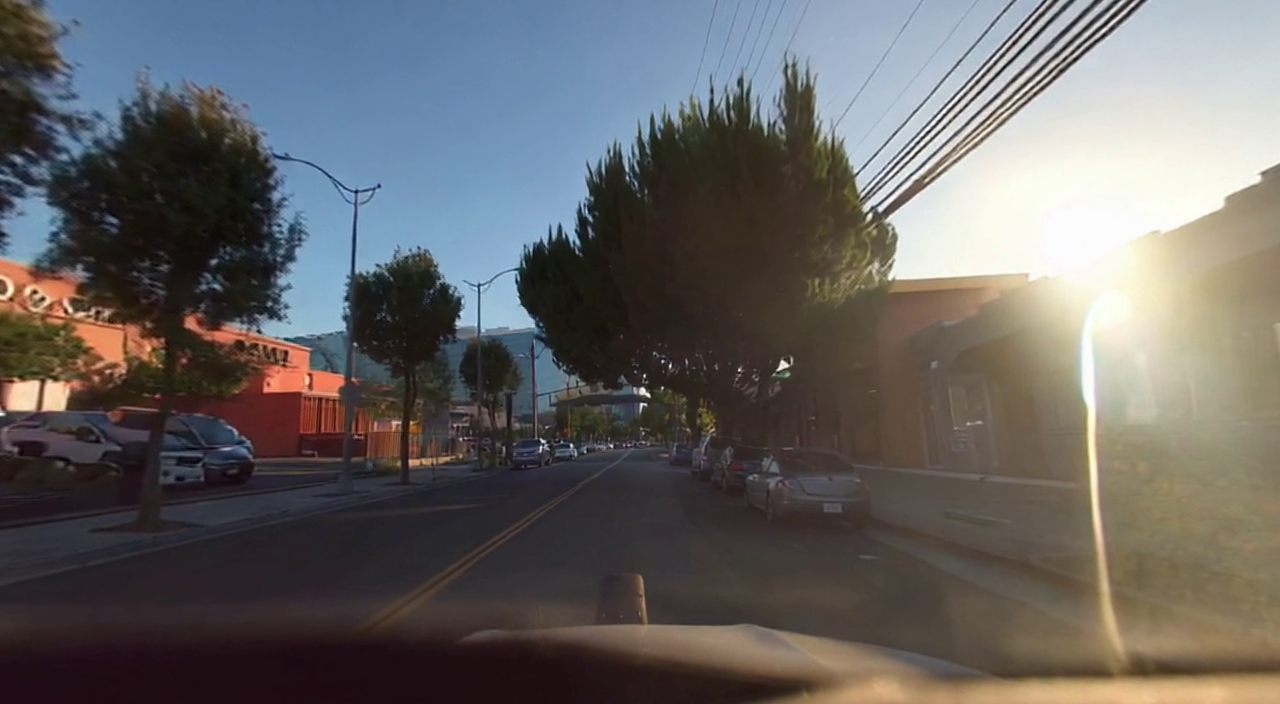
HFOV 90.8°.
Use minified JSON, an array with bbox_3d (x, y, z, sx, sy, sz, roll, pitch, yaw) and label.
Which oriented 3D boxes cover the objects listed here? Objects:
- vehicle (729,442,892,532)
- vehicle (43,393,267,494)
[{"bbox_3d":[2.986,2.414,11.981,1.877,1.373,3.854,0,-8,-2],"label":"vehicle"},{"bbox_3d":[-15.466,2.961,20.901,2.715,2.789,6.225,0,-7,-4],"label":"vehicle"}]
